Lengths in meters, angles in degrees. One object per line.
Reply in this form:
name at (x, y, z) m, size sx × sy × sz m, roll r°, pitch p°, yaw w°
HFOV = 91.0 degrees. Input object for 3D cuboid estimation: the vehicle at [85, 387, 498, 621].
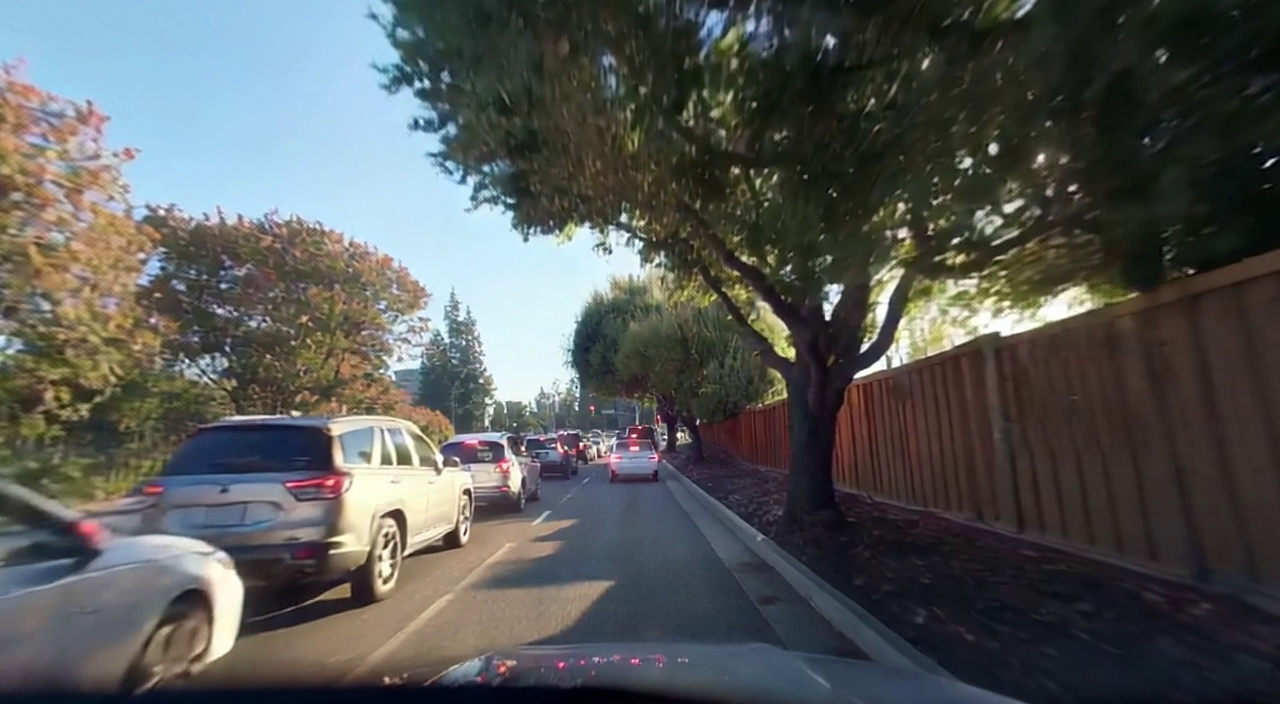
vehicle at (-3.086, 1.439, 6.913) m, size 1.999 × 1.727 × 4.340 m, roll 0°, pitch -8°, yaw 0°

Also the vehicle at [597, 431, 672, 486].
vehicle at (-0.136, 3.131, 18.794) m, size 1.995 × 1.460 × 3.865 m, roll 0°, pitch -8°, yaw 0°

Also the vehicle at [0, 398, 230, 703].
vehicle at (-3.030, 0.729, 0.893) m, size 1.966 × 1.472 × 4.305 m, roll 0°, pitch -8°, yaw 0°
